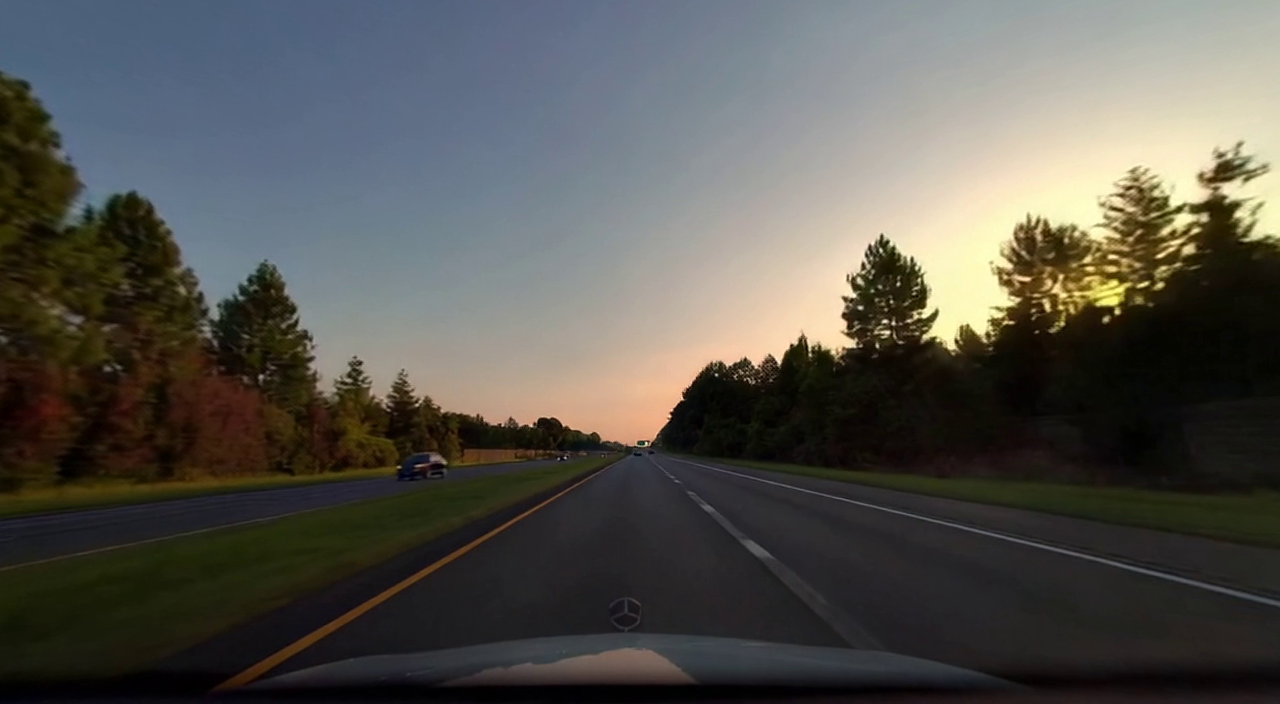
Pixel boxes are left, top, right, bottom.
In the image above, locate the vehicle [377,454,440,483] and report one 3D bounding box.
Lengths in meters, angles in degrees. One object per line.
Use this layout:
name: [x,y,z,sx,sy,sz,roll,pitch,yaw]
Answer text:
vehicle: [-12.962,6.540,35.652,1.848,1.445,4.412,0,-9,1]
